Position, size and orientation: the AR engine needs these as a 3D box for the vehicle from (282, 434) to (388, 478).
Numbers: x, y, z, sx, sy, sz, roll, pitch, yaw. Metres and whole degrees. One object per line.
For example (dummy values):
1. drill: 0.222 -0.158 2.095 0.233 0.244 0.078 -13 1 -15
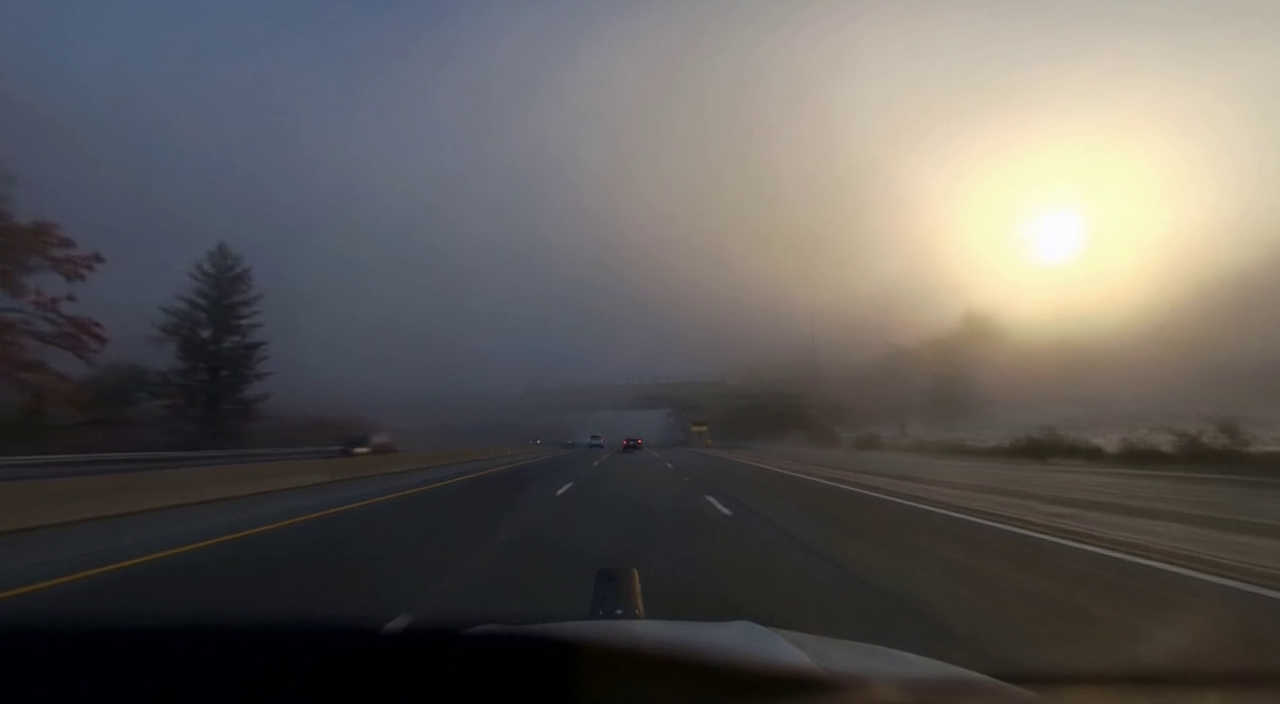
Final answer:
1. vehicle: -11.615 3.961 24.350 1.922 1.512 4.369 0 -8 0
